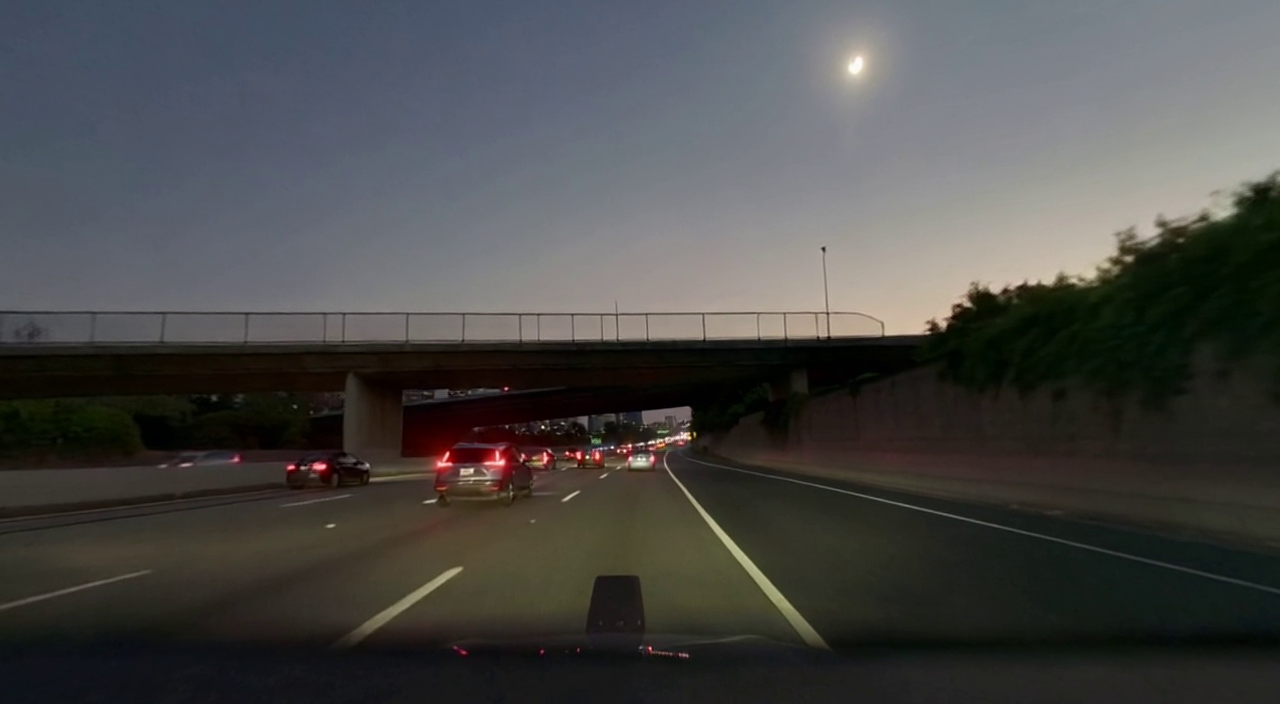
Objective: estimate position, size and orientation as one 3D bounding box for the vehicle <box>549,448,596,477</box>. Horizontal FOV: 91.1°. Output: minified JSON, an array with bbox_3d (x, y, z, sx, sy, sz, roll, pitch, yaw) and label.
[{"bbox_3d":[-3.680,6.079,34.812,1.997,1.490,4.471,0,-8,2],"label":"vehicle"}]

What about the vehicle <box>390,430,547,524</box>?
[{"bbox_3d":[-3.586,2.698,14.168,2.161,1.759,4.482,0,-8,1],"label":"vehicle"}]

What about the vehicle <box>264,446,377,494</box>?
[{"bbox_3d":[-11.996,4.414,23.950,1.954,1.640,4.339,0,-8,1],"label":"vehicle"}]

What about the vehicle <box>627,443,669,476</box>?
[{"bbox_3d":[0.422,5.757,33.894,2.160,1.678,4.178,0,-8,0],"label":"vehicle"}]

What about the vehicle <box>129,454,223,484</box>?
[{"bbox_3d":[-32.527,8.182,44.307,2.189,1.871,5.706,0,-8,1],"label":"vehicle"}]
